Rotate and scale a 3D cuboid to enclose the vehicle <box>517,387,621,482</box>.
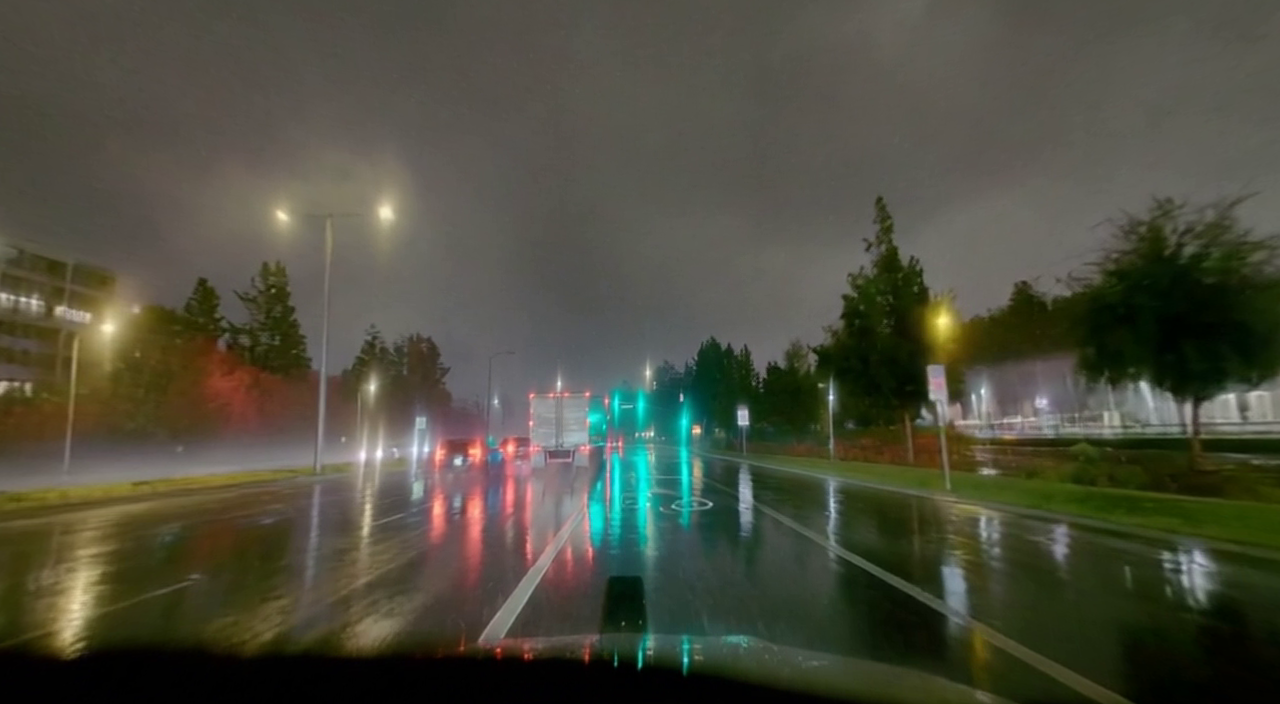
[{"bbox_3d":[-2.374,3.145,23.584,2.993,3.051,6.692,0,-8,1],"label":"vehicle"}]

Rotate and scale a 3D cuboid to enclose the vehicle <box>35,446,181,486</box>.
[{"bbox_3d":[-21.815,4.642,26.079,1.887,1.488,4.759,0,-8,0],"label":"vehicle"}]

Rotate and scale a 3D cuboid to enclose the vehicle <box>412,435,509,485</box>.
[{"bbox_3d":[-5.832,3.549,20.995,2.023,1.483,4.143,0,-8,0],"label":"vehicle"}]
